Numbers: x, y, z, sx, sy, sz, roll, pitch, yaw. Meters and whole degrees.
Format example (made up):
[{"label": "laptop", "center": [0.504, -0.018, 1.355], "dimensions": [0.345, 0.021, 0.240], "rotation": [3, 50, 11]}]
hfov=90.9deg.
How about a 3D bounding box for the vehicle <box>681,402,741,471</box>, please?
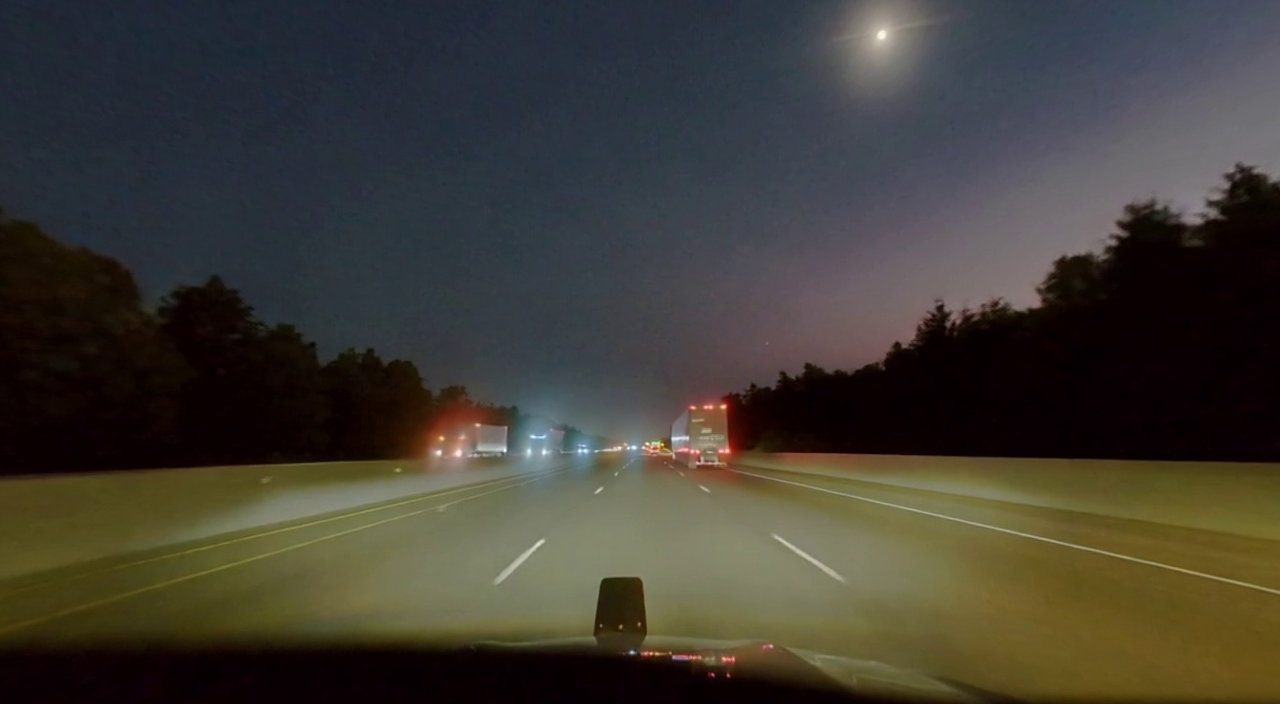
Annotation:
[{"label": "vehicle", "center": [4.671, 6.108, 44.585], "dimensions": [2.784, 4.080, 13.516], "rotation": [-1, -9, 0]}]
